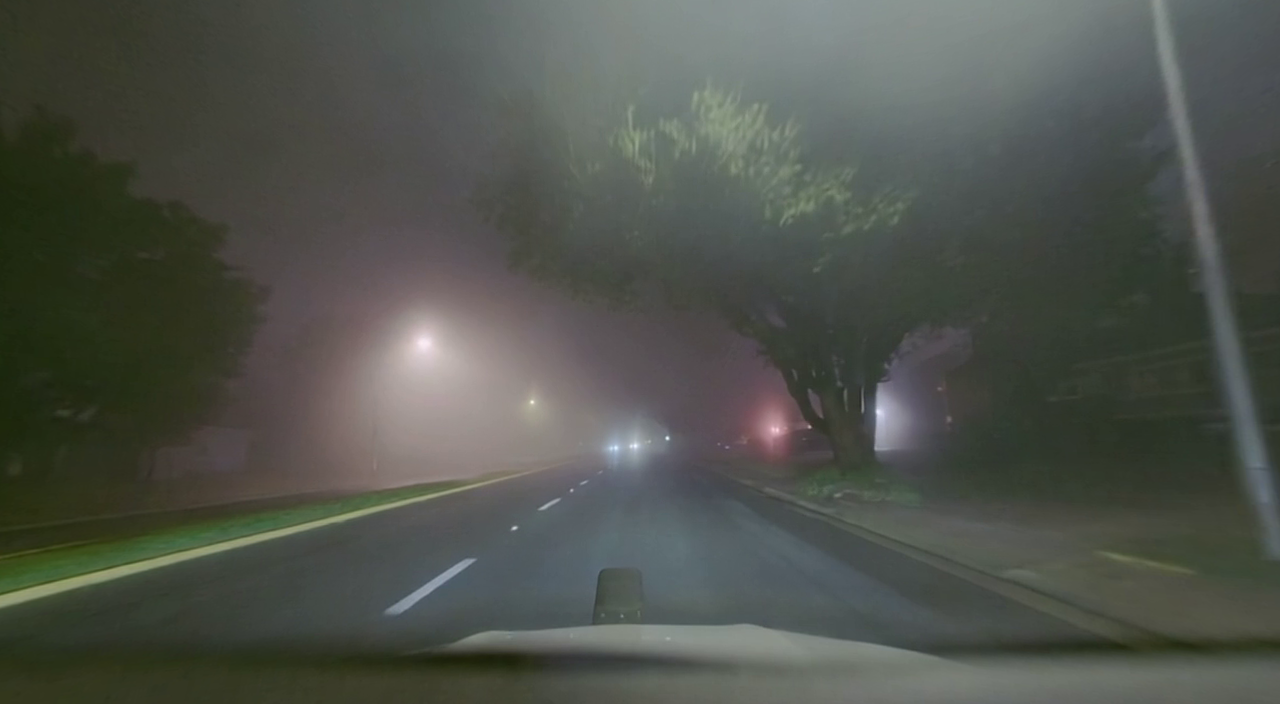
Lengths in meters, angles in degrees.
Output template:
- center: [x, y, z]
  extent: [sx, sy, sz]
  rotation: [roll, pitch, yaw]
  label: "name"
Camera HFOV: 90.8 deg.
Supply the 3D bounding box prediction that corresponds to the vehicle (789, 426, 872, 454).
- center: [11.851, 5.537, 39.552]
  extent: [4.545, 1.680, 2.001]
  rotation: [-1, -8, 4]
  label: "vehicle"
